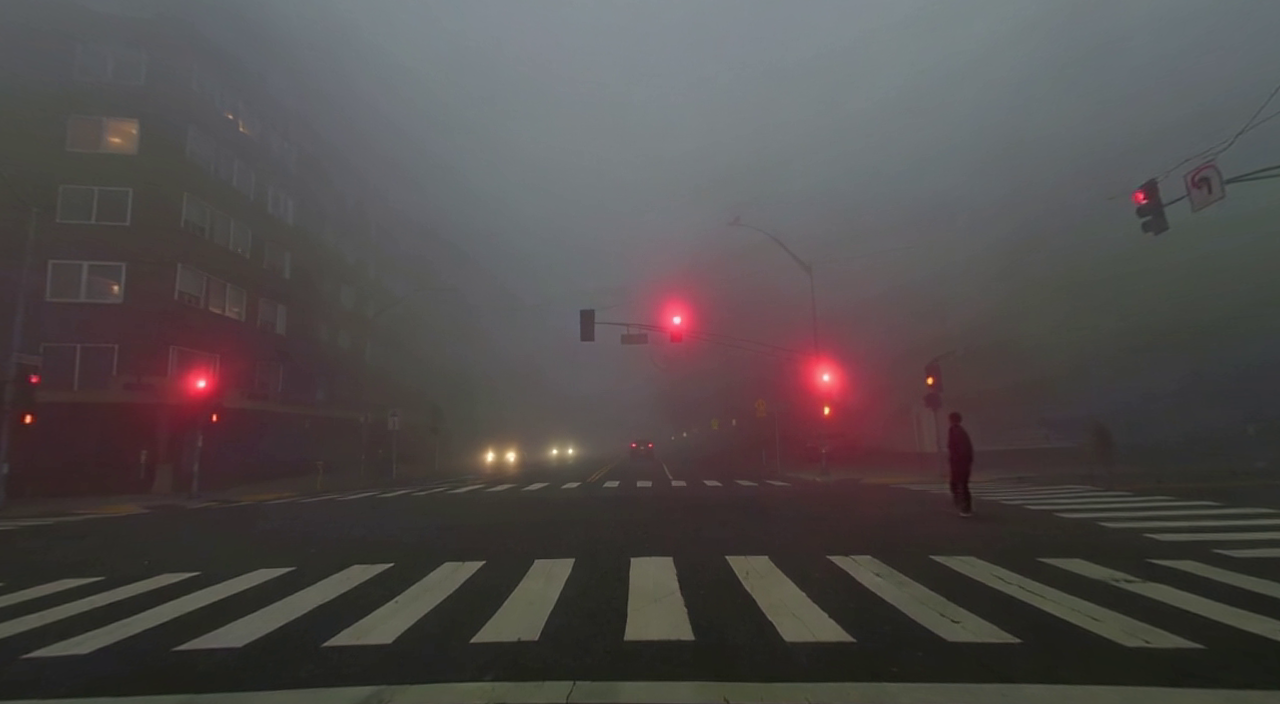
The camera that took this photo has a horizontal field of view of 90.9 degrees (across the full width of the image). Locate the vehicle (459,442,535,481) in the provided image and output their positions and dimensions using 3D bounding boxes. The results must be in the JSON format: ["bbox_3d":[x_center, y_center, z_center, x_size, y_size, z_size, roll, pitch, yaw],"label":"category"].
[{"bbox_3d":[-5.879,4.547,26.483,2.127,1.473,4.428,0,-8,1],"label":"vehicle"}]
